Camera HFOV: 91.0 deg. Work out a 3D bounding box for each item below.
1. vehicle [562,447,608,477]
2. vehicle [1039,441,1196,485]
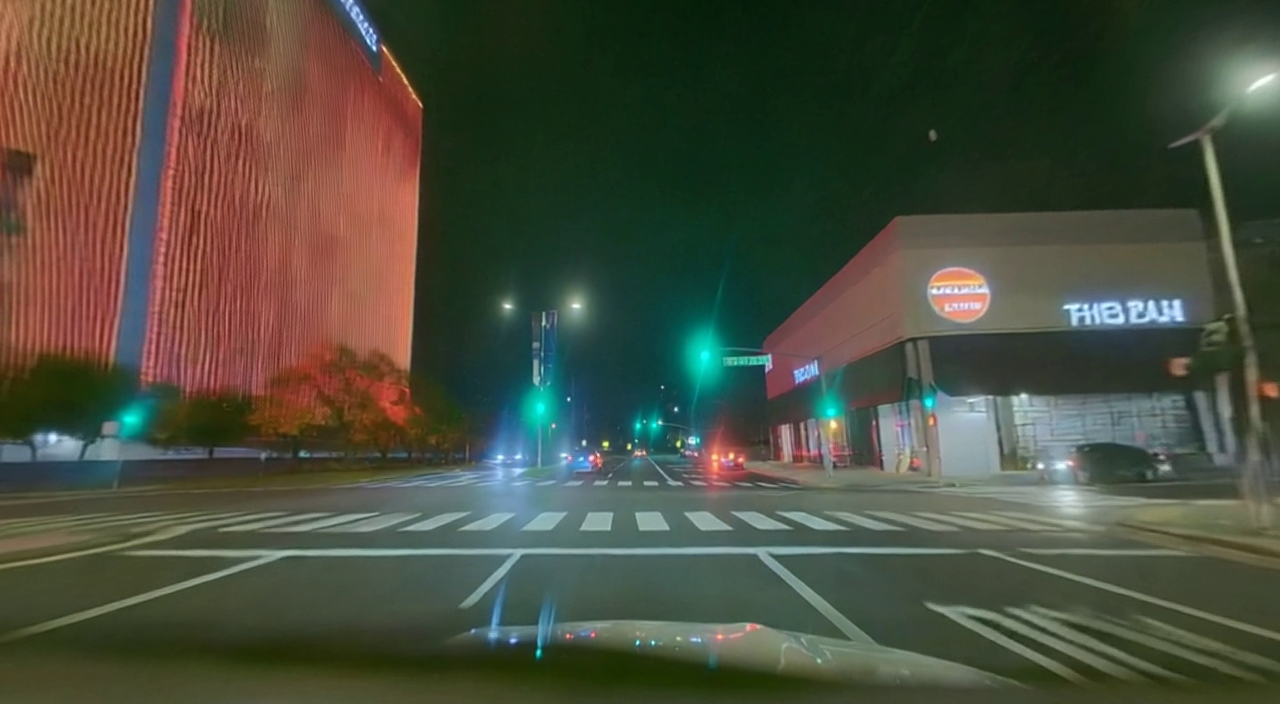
[{"bbox_3d":[-2.838,5.783,33.322,2.078,1.471,4.217,0,-8,0],"label":"vehicle"},{"bbox_3d":[17.375,4.042,23.069,4.040,1.514,2.095,0,-9,-1],"label":"vehicle"}]
